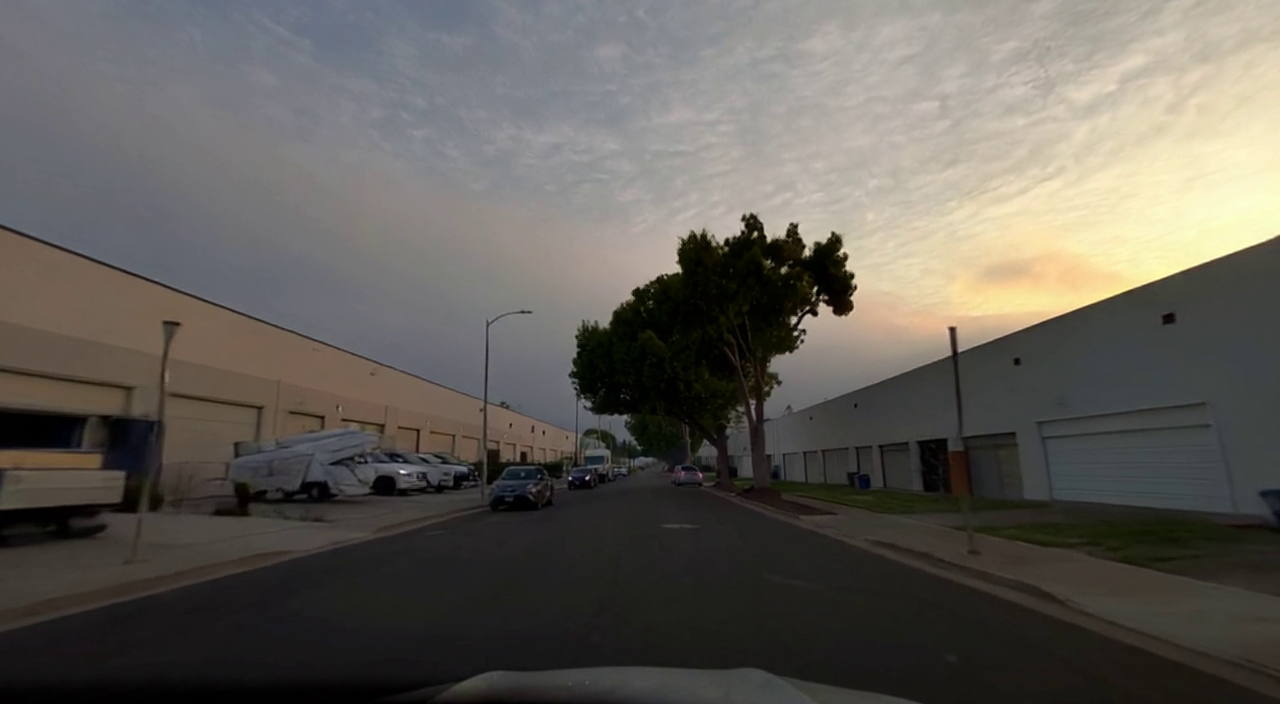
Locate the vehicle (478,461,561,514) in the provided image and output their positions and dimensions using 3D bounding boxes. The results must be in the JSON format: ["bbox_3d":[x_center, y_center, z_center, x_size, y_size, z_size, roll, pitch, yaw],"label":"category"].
[{"bbox_3d":[-4.134,4.712,22.417,1.927,1.580,4.556,-1,-9,2],"label":"vehicle"}]

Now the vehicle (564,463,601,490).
[{"bbox_3d":[-3.661,8.023,40.766,1.835,1.625,3.674,0,-11,2],"label":"vehicle"}]

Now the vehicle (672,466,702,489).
[{"bbox_3d":[3.195,8.621,43.410,1.819,1.446,3.909,1,-11,0],"label":"vehicle"}]
